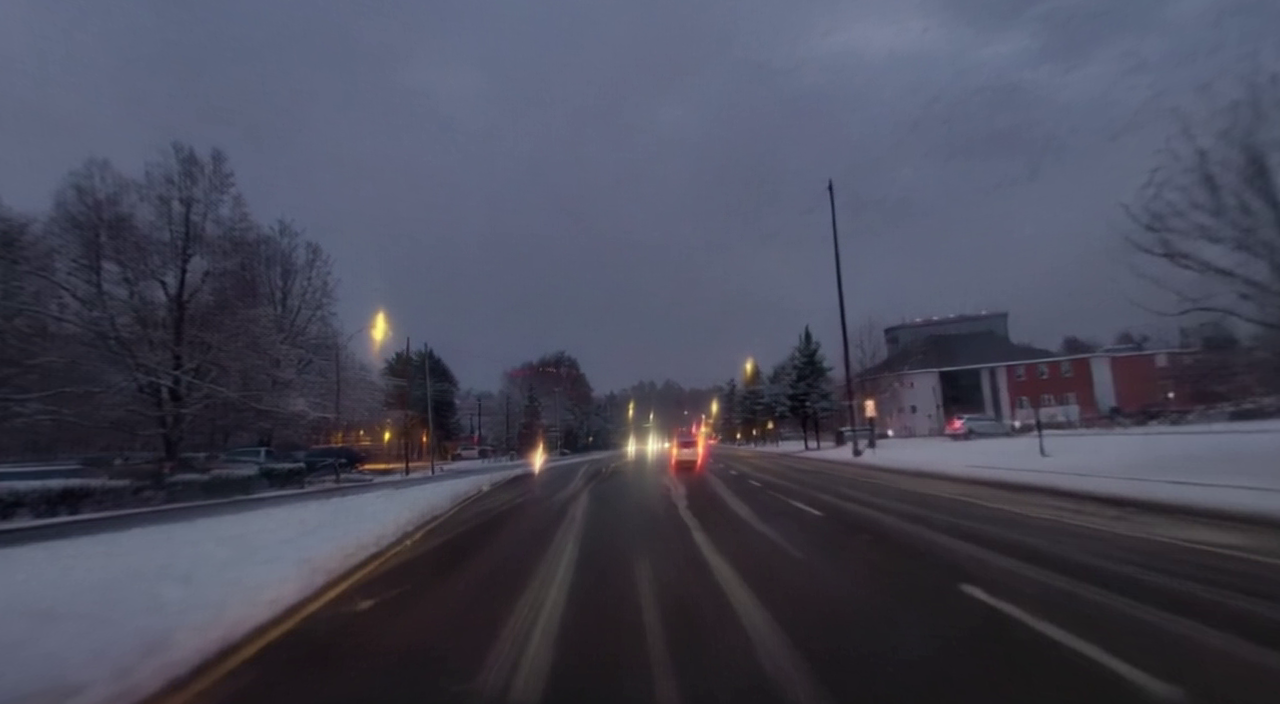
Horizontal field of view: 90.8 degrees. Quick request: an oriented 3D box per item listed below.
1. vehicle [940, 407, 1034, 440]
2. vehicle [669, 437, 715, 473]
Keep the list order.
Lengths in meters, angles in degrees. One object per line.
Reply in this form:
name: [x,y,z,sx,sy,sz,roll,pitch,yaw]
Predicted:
vehicle: [20.965,4.367,38.358,4.359,1.849,2.152,-1,-9,4]
vehicle: [2.602,5.206,32.098,2.181,1.639,4.127,-1,-9,4]
